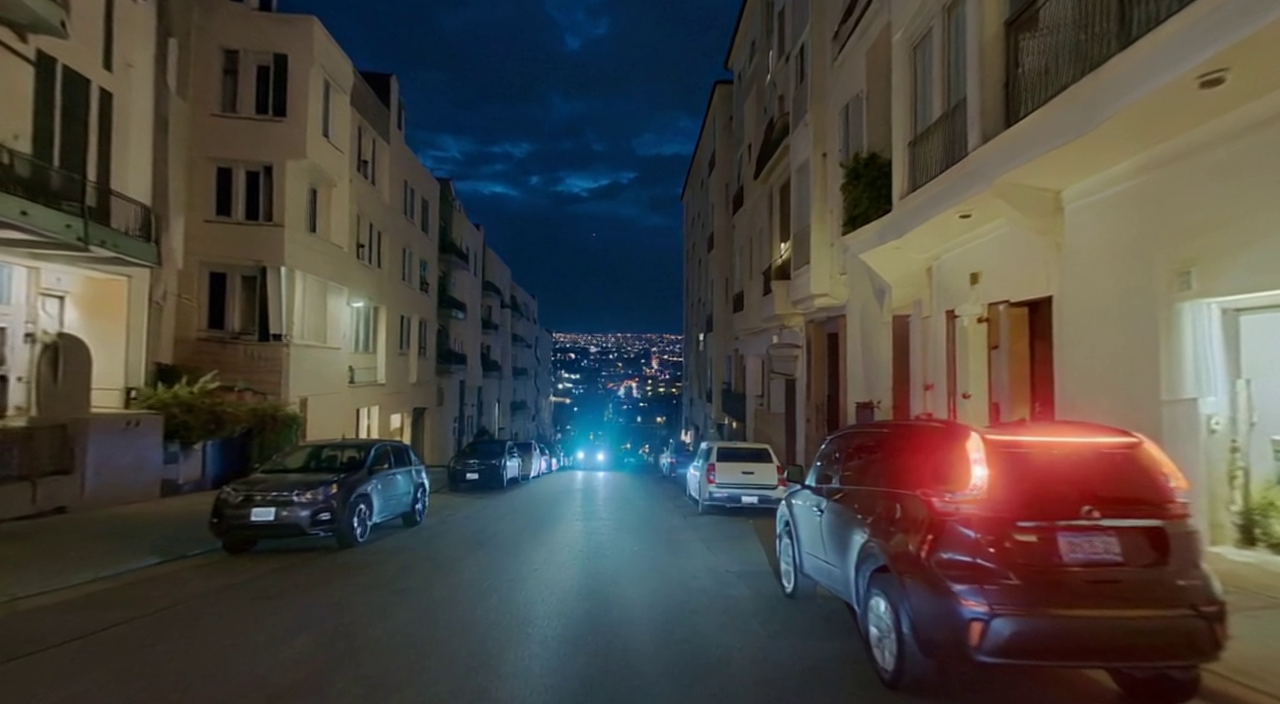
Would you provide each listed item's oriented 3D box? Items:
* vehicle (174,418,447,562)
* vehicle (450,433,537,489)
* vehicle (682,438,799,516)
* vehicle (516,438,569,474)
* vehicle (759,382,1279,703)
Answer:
[{"bbox_3d":[-4.514,1.975,9.608,1.883,1.499,4.426,6,-10,-3],"label":"vehicle"},{"bbox_3d":[-4.794,3.640,21.242,1.942,1.521,3.761,5,-9,0],"label":"vehicle"},{"bbox_3d":[2.050,2.668,14.144,1.786,1.447,4.314,0,-8,-2],"label":"vehicle"},{"bbox_3d":[-4.726,5.102,31.095,1.872,1.484,3.978,5,-9,1],"label":"vehicle"},{"bbox_3d":[2.272,1.243,4.886,1.839,1.678,3.918,0,-8,-1],"label":"vehicle"}]
